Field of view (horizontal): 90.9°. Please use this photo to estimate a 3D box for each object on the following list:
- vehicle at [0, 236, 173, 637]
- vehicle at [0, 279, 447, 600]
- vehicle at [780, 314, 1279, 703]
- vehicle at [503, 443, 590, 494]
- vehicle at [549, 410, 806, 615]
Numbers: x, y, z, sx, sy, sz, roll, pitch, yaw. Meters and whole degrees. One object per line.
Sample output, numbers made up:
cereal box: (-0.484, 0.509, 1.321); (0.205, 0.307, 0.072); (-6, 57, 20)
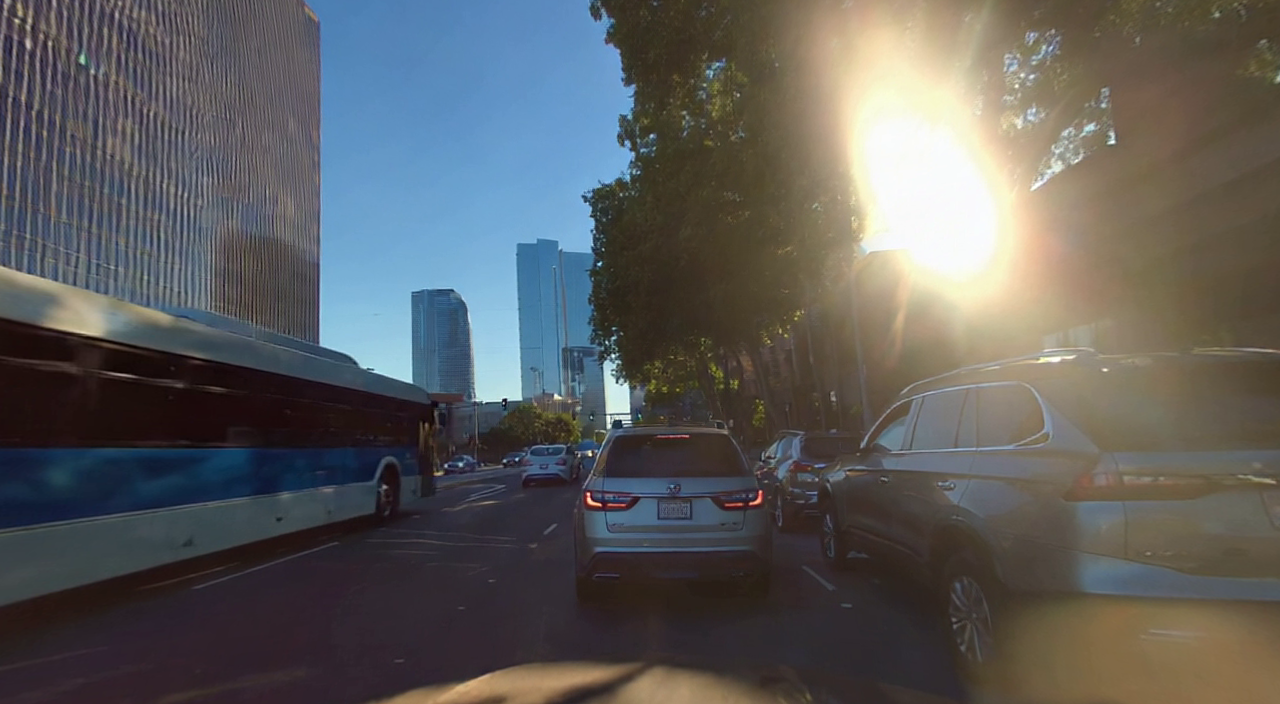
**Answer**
vehicle: (-6.820, 0.279, 2.443); (2.907, 3.307, 9.137); (0, -9, 0)
vehicle: (-6.798, 1.611, 11.594); (3.152, 3.309, 10.159); (0, -9, 1)
vehicle: (2.757, 1.115, 4.988); (2.117, 1.855, 4.794); (0, -9, -1)
vehicle: (-2.961, 3.825, 21.159); (2.088, 1.483, 4.708); (0, -9, 1)
vehicle: (0.242, 1.550, 6.888); (2.045, 1.608, 3.573); (0, -9, -2)
